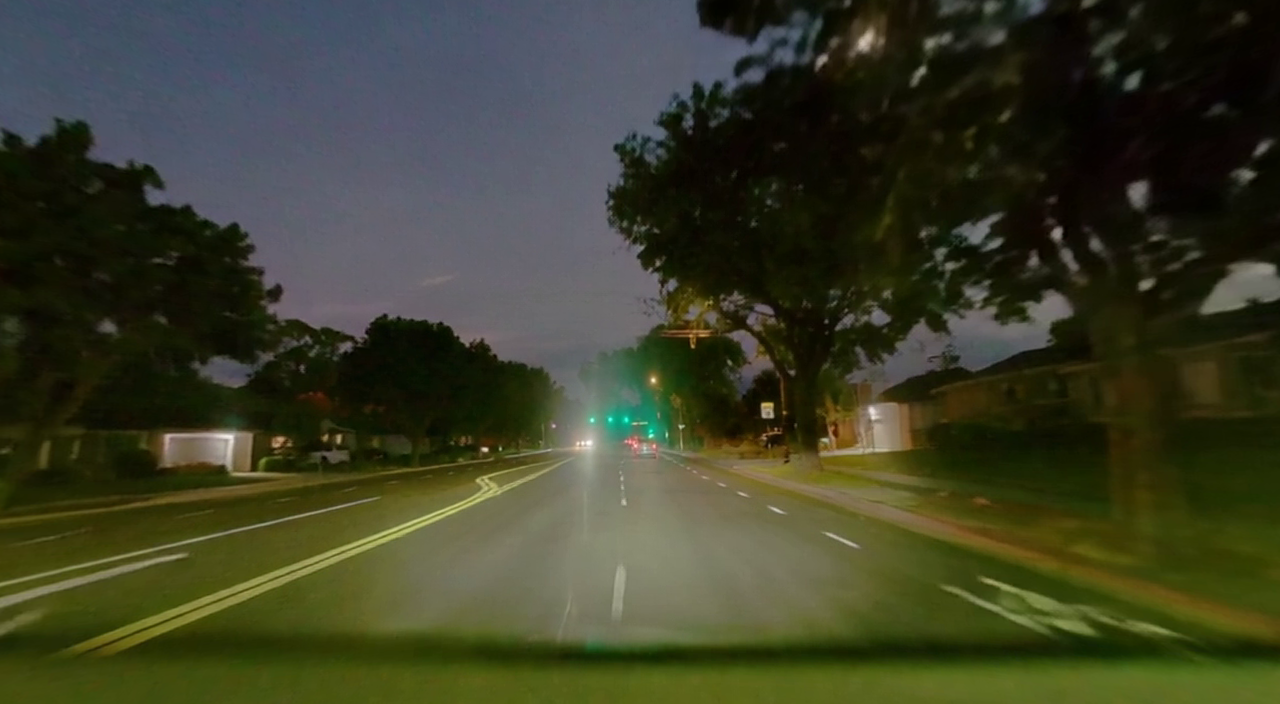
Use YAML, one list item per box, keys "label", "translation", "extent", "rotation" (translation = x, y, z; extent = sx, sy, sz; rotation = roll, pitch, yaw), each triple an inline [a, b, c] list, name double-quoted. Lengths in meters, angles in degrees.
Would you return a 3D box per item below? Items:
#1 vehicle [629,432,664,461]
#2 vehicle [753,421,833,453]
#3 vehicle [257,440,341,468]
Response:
- label: "vehicle"
  translation: [0.391, 6.383, 42.696]
  extent: [2.215, 1.799, 4.426]
  rotation: [0, -8, -2]
- label: "vehicle"
  translation: [11.959, 6.675, 49.590]
  extent: [5.577, 2.450, 2.199]
  rotation: [0, -8, -4]
- label: "vehicle"
  translation: [-21.376, 6.416, 39.734]
  extent: [4.206, 1.721, 1.807]
  rotation: [0, -8, 0]
